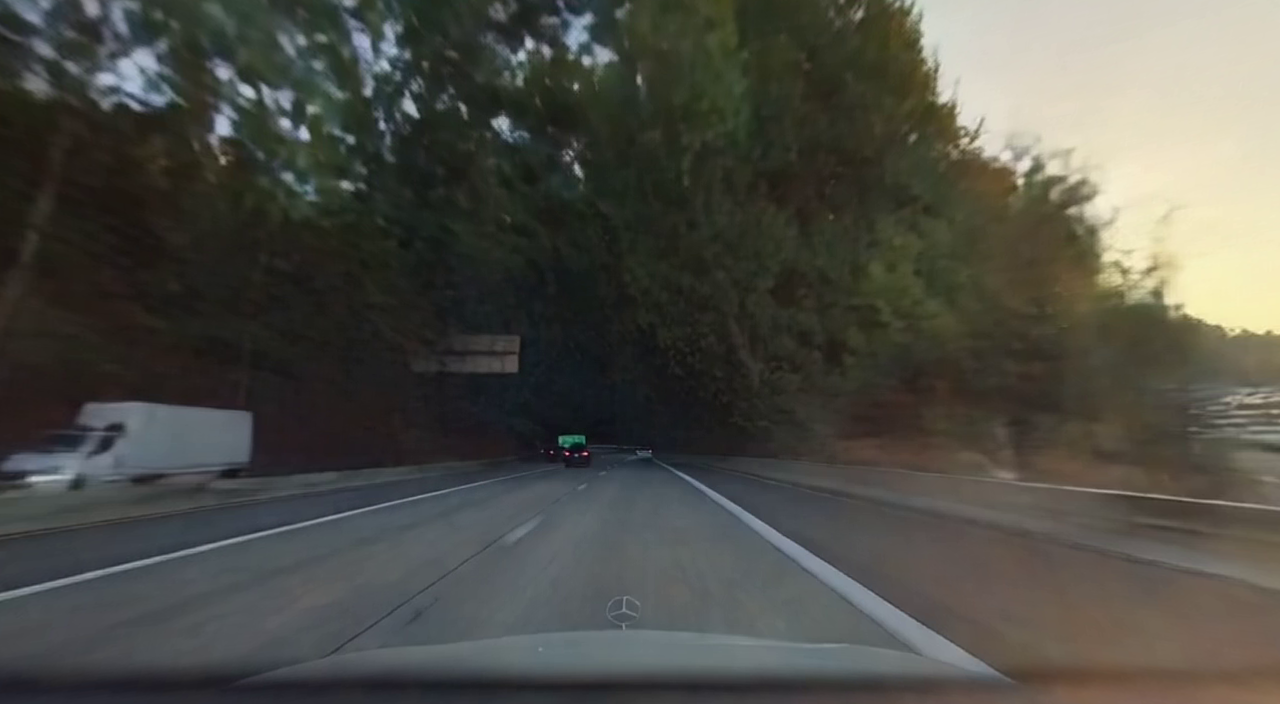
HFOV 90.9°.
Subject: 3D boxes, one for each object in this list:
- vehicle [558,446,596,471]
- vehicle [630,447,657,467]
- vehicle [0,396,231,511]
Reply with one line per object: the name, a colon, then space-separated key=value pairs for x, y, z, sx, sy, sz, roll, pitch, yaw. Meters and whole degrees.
vehicle: x=-4.010 y=6.841 z=40.741 sx=2.112 sy=1.498 sz=4.117 roll=0 pitch=-9 yaw=-1
vehicle: x=0.249 y=7.965 z=47.801 sx=1.989 sy=1.402 sz=3.831 roll=0 pitch=-9 yaw=0
vehicle: x=-19.293 y=3.743 z=23.468 sx=2.913 sy=3.570 sz=7.466 roll=0 pitch=-9 yaw=0
